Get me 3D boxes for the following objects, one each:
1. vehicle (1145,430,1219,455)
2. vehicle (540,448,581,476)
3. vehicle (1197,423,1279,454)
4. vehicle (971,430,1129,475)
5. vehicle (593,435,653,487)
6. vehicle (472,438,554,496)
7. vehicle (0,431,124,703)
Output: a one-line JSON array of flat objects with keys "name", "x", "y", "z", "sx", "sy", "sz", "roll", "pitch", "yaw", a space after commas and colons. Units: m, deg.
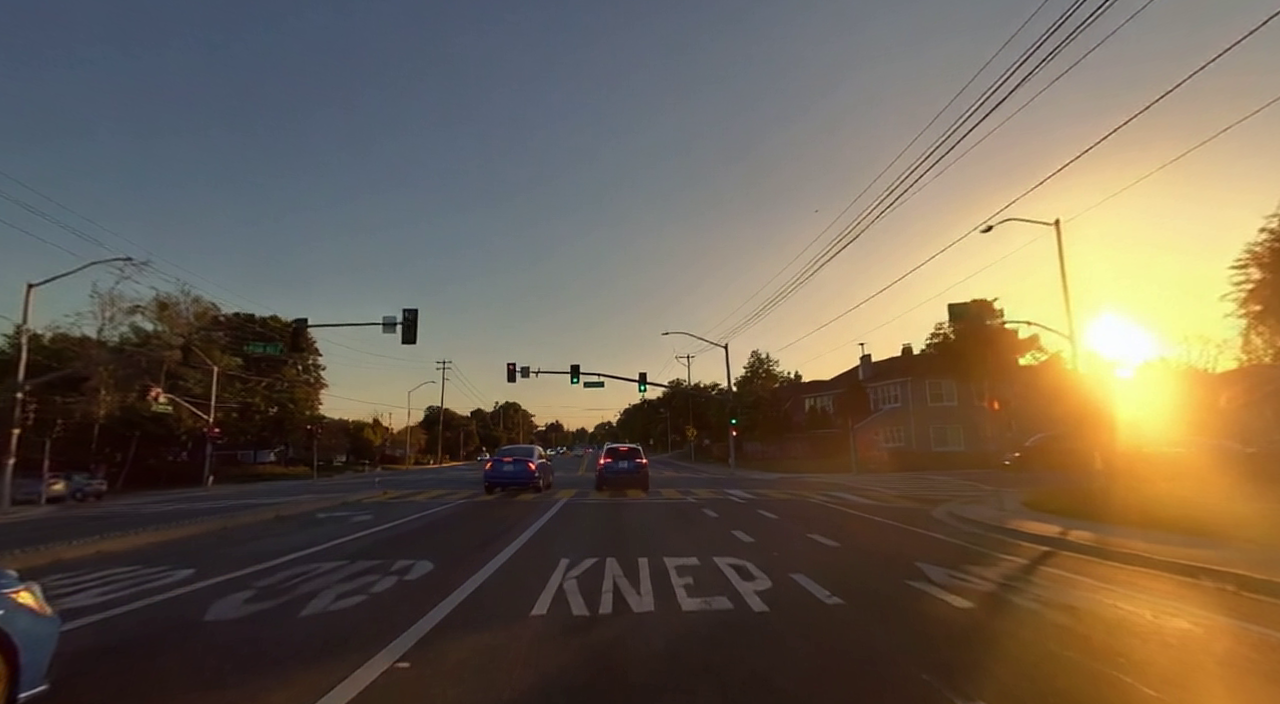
[{"name": "vehicle", "x": 32.391, "y": 5.424, "z": 37.871, "sx": 1.754, "sy": 1.414, "sz": 3.590, "roll": -2, "pitch": -9, "yaw": 11}, {"name": "vehicle", "x": -4.435, "y": 6.182, "z": 35.628, "sx": 1.863, "sy": 1.449, "sz": 4.153, "roll": 0, "pitch": -9, "yaw": -1}, {"name": "vehicle", "x": 35.318, "y": 5.137, "z": 37.257, "sx": 1.901, "sy": 1.712, "sz": 3.920, "roll": -3, "pitch": -9, "yaw": 14}, {"name": "vehicle", "x": 18.951, "y": 4.672, "z": 29.519, "sx": 5.652, "sy": 1.990, "sz": 2.190, "roll": -2, "pitch": -9, "yaw": 12}, {"name": "vehicle", "x": -0.687, "y": 4.244, "z": 24.878, "sx": 2.155, "sy": 1.836, "sz": 4.250, "roll": 0, "pitch": -9, "yaw": -2}, {"name": "vehicle", "x": -4.047, "y": 3.731, "z": 20.845, "sx": 1.899, "sy": 1.685, "sz": 4.121, "roll": 0, "pitch": -9, "yaw": -1}, {"name": "vehicle", "x": -3.192, "y": 0.720, "z": 0.432, "sx": 1.901, "sy": 1.409, "sz": 4.442, "roll": 0, "pitch": -9, "yaw": 0}]
